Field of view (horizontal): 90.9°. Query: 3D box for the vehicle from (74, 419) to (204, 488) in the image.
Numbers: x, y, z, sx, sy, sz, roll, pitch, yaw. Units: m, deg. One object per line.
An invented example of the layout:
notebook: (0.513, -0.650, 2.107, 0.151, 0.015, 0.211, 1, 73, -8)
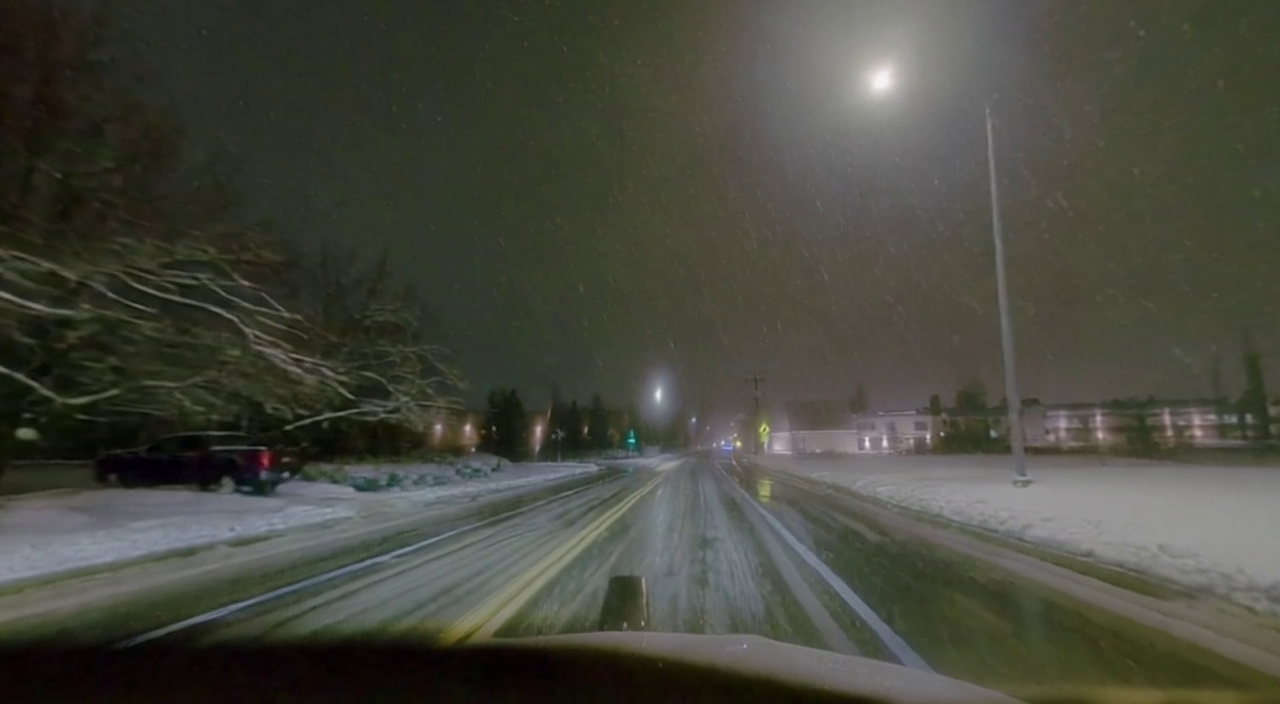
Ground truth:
vehicle: (-14.451, 2.941, 18.499, 2.192, 1.740, 4.521, 5, -10, -29)

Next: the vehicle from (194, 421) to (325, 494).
vehicle: (-10.868, 3.120, 18.486, 2.244, 1.796, 5.170, 5, -11, -20)
